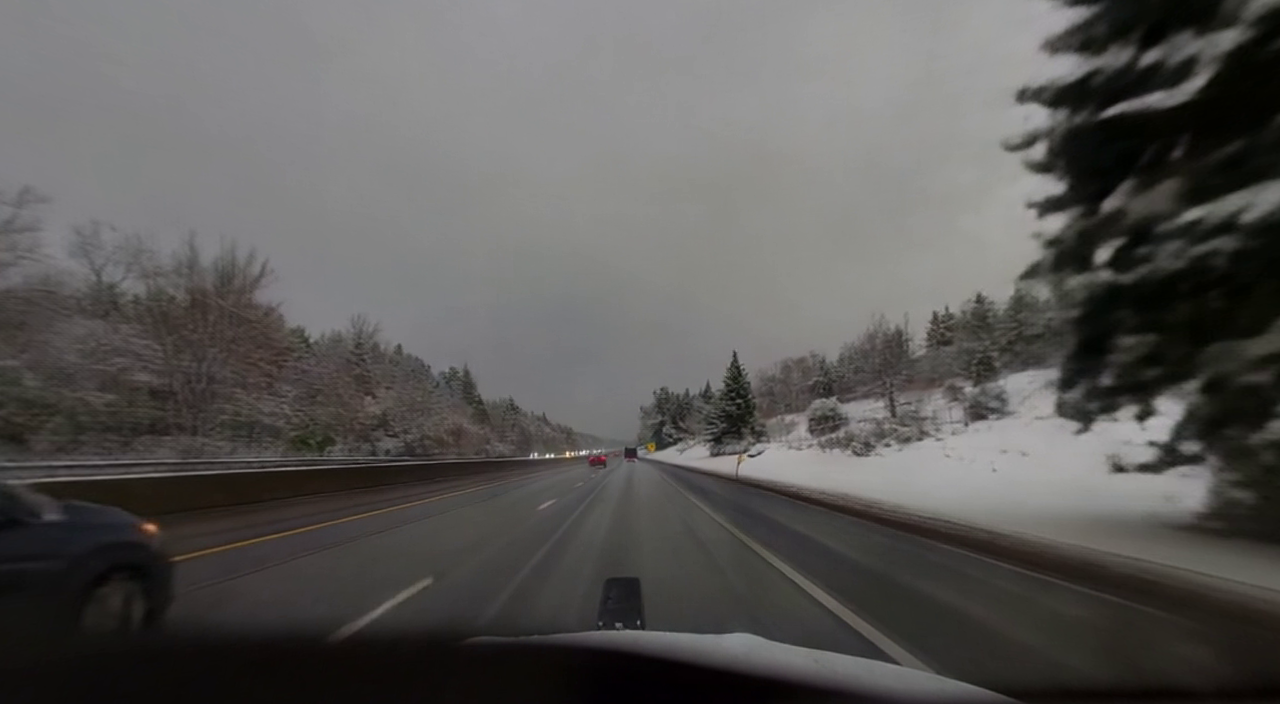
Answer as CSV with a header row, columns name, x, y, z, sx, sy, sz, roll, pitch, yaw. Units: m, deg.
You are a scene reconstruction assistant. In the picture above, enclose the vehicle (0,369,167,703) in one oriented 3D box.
name,x,y,z,sx,sy,sz,roll,pitch,yaw
vehicle,-3.887,0.713,1.401,2.135,1.686,4.517,0,-9,0
